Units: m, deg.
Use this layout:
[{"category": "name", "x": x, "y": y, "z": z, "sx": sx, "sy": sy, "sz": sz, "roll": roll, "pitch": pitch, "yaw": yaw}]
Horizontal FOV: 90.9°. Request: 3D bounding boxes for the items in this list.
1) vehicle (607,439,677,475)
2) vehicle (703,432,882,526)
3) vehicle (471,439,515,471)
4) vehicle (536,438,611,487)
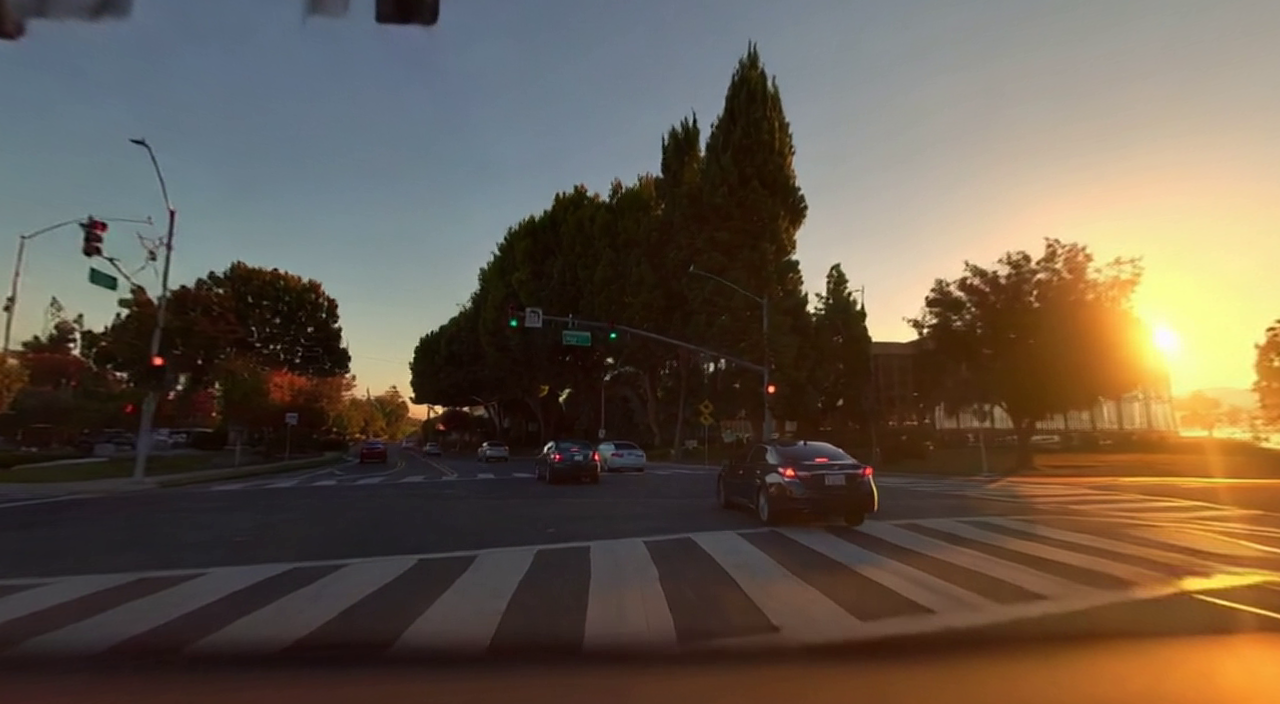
[{"category": "vehicle", "x": -0.015, "y": 4.737, "z": 28.800, "sx": 1.957, "sy": 1.463, "sz": 4.701, "roll": 2, "pitch": -8, "yaw": -15}, {"category": "vehicle", "x": 2.692, "y": 2.352, "z": 12.421, "sx": 1.984, "sy": 1.476, "sz": 4.488, "roll": 1, "pitch": -8, "yaw": -6}, {"category": "vehicle", "x": -7.988, "y": 5.498, "z": 33.927, "sx": 2.012, "sy": 1.492, "sz": 4.079, "roll": 3, "pitch": -8, "yaw": -16}, {"category": "vehicle", "x": -2.497, "y": 3.845, "z": 22.511, "sx": 2.308, "sy": 1.535, "sz": 4.811, "roll": 1, "pitch": -8, "yaw": -10}]
